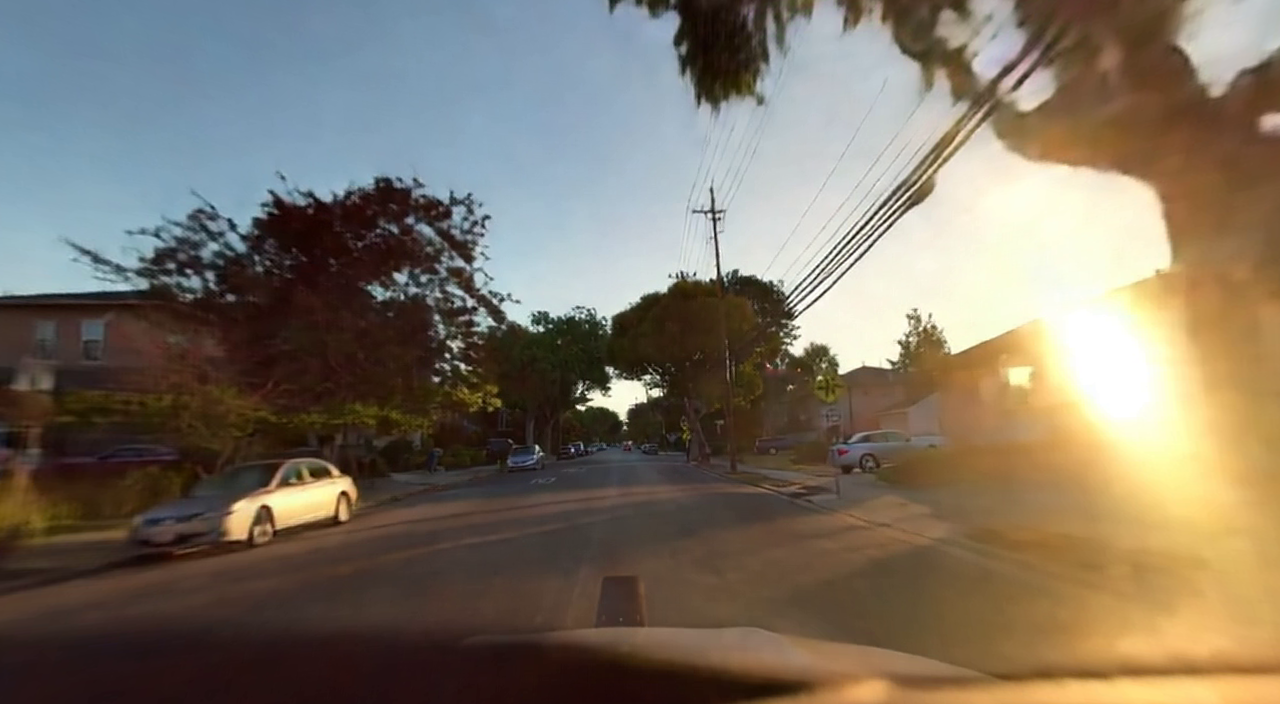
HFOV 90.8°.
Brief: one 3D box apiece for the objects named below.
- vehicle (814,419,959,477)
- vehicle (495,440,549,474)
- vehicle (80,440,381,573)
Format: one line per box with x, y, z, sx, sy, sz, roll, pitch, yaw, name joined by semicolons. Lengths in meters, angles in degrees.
9.790;3.830;25.375;4.822;1.864;2.100;-4;-8;-5;vehicle
-6.808;6.109;36.973;2.162;1.757;5.201;-2;-8;0;vehicle
-6.294;2.346;10.578;2.022;1.550;4.669;-4;-8;-1;vehicle
